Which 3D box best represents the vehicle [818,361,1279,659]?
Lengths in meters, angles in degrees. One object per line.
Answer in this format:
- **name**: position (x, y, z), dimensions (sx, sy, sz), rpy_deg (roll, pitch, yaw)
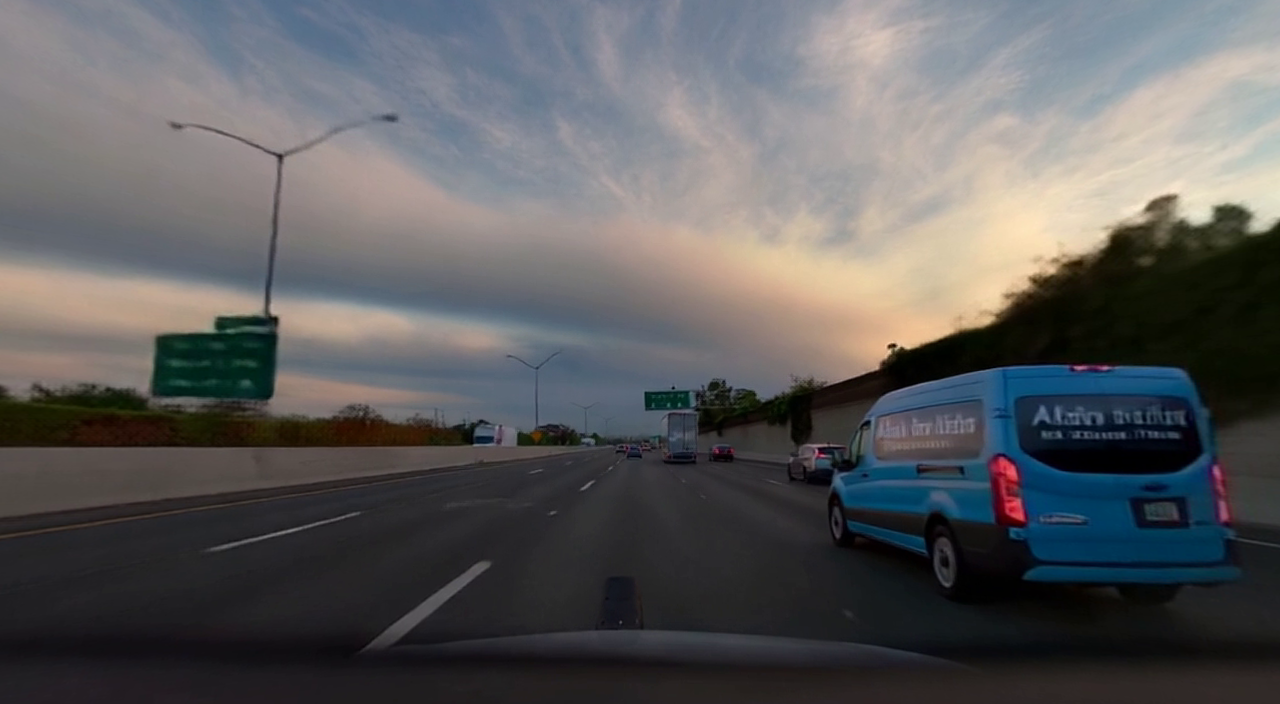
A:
- **vehicle**: position (3.630, 1.379, 6.609), dimensions (2.035, 1.931, 4.841), rpy_deg (0, -9, -1)
